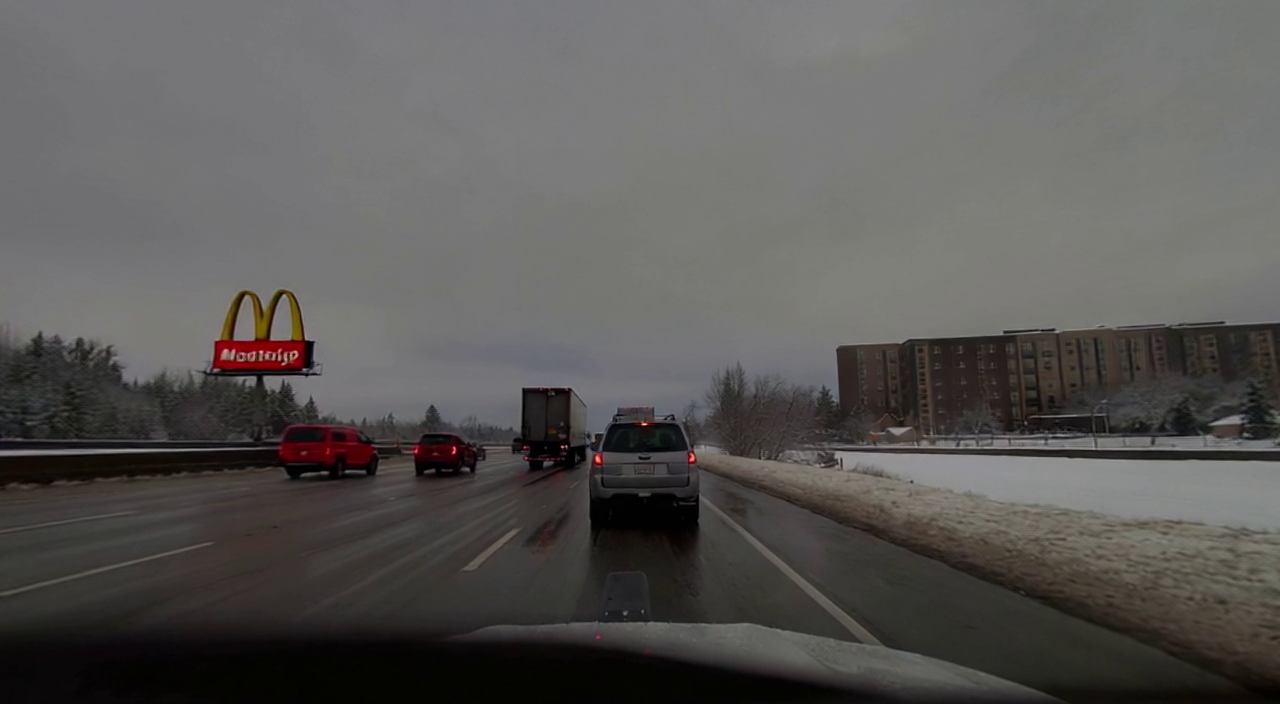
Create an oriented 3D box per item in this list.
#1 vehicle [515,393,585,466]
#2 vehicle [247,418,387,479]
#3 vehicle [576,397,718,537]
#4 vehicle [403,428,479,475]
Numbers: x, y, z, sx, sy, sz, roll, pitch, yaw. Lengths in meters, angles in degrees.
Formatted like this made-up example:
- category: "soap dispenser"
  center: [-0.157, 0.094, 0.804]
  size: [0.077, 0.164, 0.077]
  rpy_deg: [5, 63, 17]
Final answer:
- category: "vehicle"
  center: [-4.723, 4.373, 34.753]
  size: [2.814, 3.513, 8.529]
  rpy_deg: [0, -9, -2]
- category: "vehicle"
  center: [-11.876, 3.627, 23.820]
  size: [2.240, 1.995, 5.854]
  rpy_deg: [0, -9, -1]
- category: "vehicle"
  center: [0.040, 1.885, 10.768]
  size: [1.947, 1.910, 4.040]
  rpy_deg: [0, -9, -2]
- category: "vehicle"
  center: [-7.972, 4.035, 25.679]
  size: [1.854, 1.740, 4.151]
  rpy_deg: [0, -9, -2]
